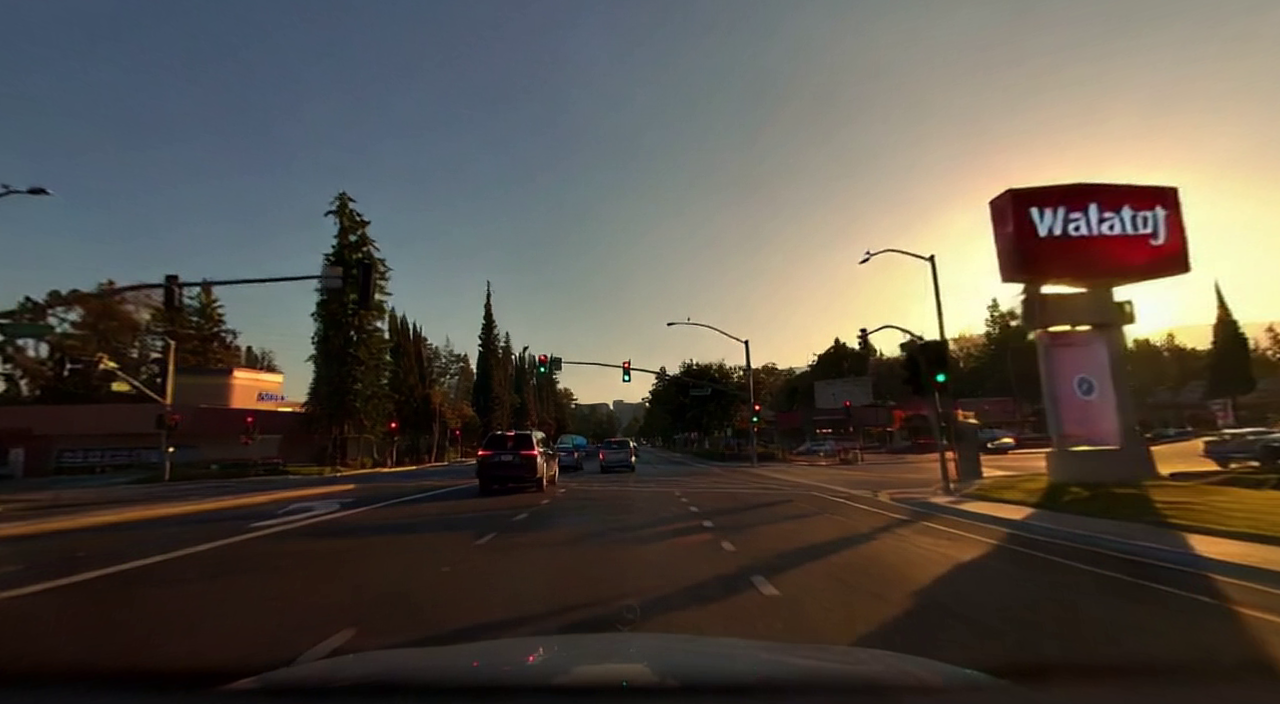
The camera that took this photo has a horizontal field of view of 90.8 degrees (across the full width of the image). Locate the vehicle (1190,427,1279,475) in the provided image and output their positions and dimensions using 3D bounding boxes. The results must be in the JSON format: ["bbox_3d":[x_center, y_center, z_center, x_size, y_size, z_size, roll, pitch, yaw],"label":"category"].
[{"bbox_3d":[26.708,4.095,26.560,5.039,1.877,2.076,-1,-8,0],"label":"vehicle"}]

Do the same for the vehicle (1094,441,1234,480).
[{"bbox_3d":[21.674,4.484,26.228,4.317,1.430,1.782,-1,-8,-5],"label":"vehicle"}]

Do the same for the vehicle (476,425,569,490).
[{"bbox_3d":[-3.978,3.710,22.552,2.252,1.999,5.605,0,-8,0],"label":"vehicle"}]

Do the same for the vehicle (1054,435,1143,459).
[{"bbox_3d":[31.519,6.526,43.542,4.527,1.513,2.067,-1,-8,-2],"label":"vehicle"}]

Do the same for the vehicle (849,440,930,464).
[{"bbox_3d":[18.740,7.539,47.624,5.209,1.743,2.081,0,-9,-1],"label":"vehicle"}]

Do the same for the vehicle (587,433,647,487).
[{"bbox_3d":[-0.790,3.972,23.570,2.061,1.809,4.141,0,-8,0],"label":"vehicle"}]
